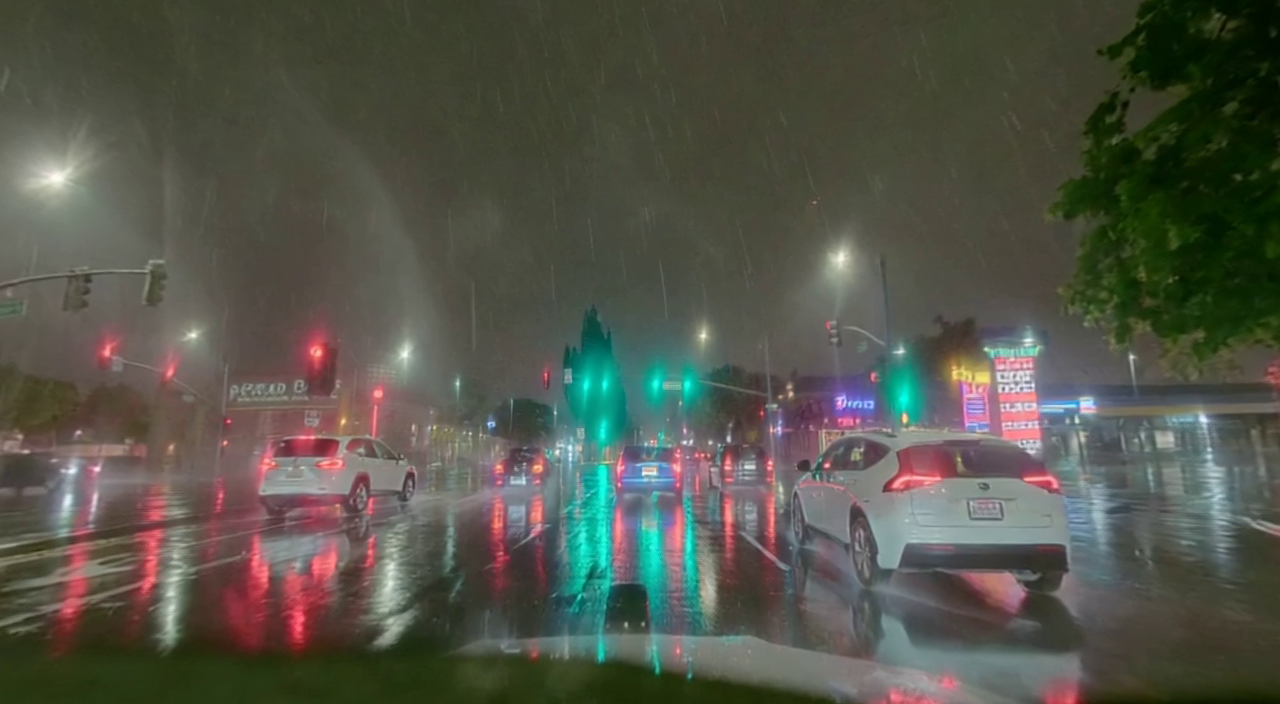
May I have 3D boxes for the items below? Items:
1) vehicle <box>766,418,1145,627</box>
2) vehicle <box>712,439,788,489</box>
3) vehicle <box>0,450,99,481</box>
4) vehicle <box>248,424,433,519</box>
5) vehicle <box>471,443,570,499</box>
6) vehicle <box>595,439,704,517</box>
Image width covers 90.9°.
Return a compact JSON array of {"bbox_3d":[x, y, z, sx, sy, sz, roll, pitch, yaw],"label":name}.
[{"bbox_3d":[2.733,1.562,6.760,1.946,1.513,4.133,0,-8,1],"label":"vehicle"},{"bbox_3d":[3.709,3.863,22.058,1.931,1.552,4.125,0,-8,0],"label":"vehicle"},{"bbox_3d":[-30.255,5.685,31.670,4.315,1.485,1.822,0,-8,-2],"label":"vehicle"},{"bbox_3d":[-6.561,2.654,14.519,2.058,1.804,4.391,0,-8,0],"label":"vehicle"},{"bbox_3d":[-3.422,3.484,18.919,2.040,1.471,4.211,-1,-8,2],"label":"vehicle"},{"bbox_3d":[0.217,2.719,14.140,2.070,1.460,4.118,0,-8,1],"label":"vehicle"}]
